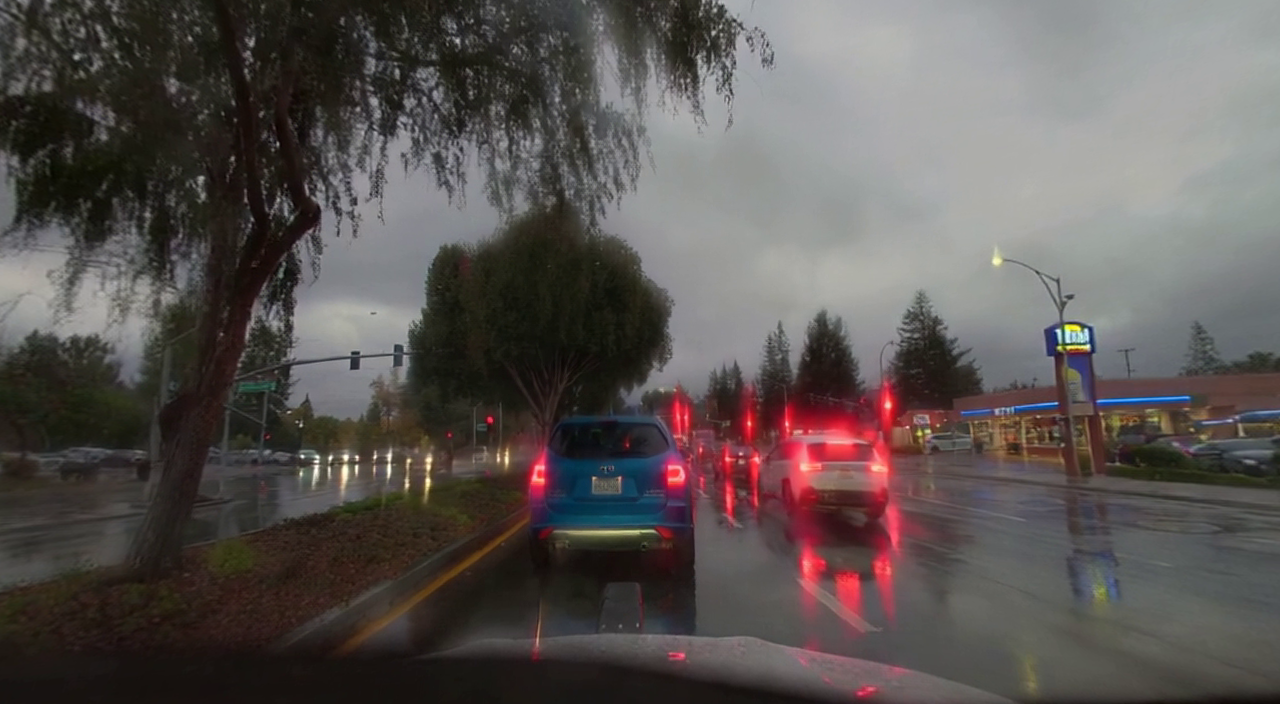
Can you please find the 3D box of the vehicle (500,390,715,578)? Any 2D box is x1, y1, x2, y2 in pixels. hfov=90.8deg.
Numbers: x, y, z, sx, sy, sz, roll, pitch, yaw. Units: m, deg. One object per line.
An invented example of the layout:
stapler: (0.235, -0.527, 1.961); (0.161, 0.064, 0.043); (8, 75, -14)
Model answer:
vehicle: (-0.304, 1.645, 8.621); (2.096, 1.837, 4.687); (0, -9, 0)

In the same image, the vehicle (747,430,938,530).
vehicle: (3.602, 2.375, 12.382); (2.098, 1.555, 4.778); (0, -9, -1)

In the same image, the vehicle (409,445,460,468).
vehicle: (-13.579, 6.904, 41.979); (1.983, 1.460, 4.456); (0, -9, -2)

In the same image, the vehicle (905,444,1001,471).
vehicle: (17.167, 5.773, 34.782); (4.290, 1.427, 1.751); (0, -9, 2)
